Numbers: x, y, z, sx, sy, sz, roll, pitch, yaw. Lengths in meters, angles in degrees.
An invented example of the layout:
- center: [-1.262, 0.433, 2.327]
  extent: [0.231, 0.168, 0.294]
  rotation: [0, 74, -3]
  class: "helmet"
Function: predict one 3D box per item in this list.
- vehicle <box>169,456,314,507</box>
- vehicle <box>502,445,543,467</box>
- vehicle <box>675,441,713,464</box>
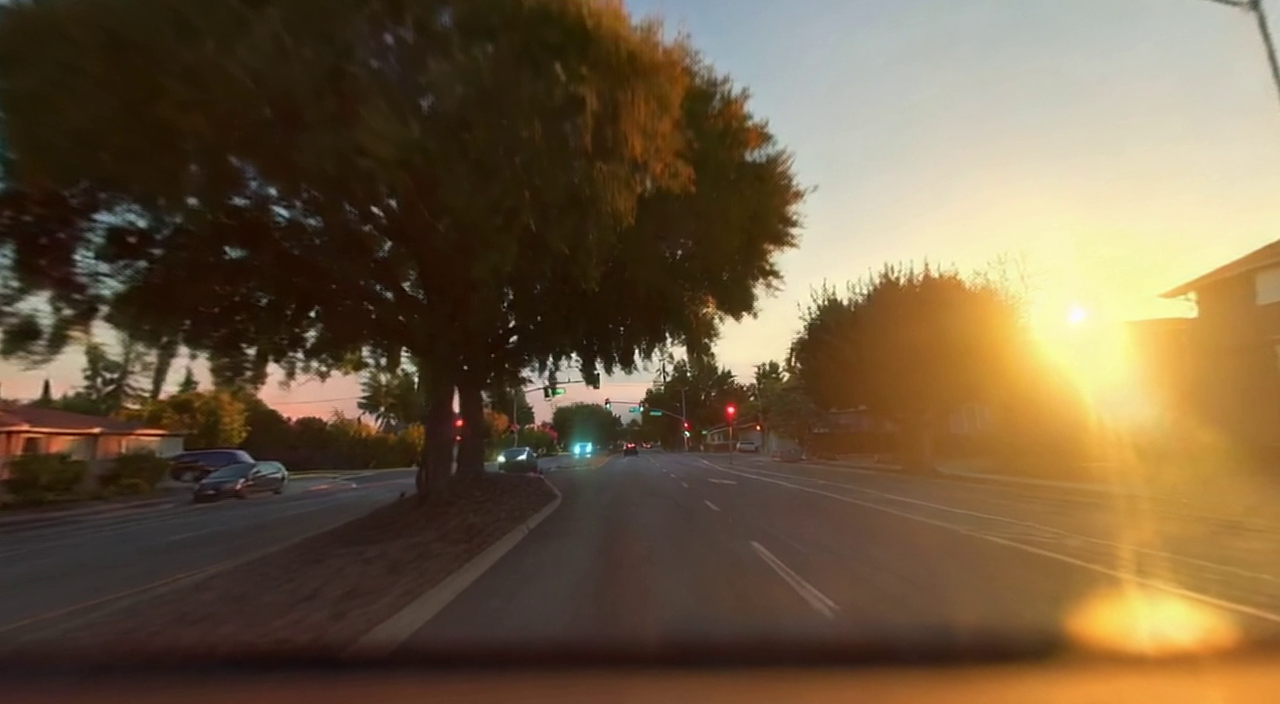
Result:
- center: [-13.416, 4.361, 21.686]
  extent: [1.992, 1.453, 4.439]
  rotation: [-1, -9, 2]
  class: "vehicle"
- center: [-8.698, 7.713, 47.010]
  extent: [2.030, 1.495, 4.570]
  rotation: [-1, -9, 2]
  class: "vehicle"
- center: [3.641, 6.923, 43.560]
  extent: [2.133, 1.494, 4.265]
  rotation: [0, -9, -2]
  class: "vehicle"
